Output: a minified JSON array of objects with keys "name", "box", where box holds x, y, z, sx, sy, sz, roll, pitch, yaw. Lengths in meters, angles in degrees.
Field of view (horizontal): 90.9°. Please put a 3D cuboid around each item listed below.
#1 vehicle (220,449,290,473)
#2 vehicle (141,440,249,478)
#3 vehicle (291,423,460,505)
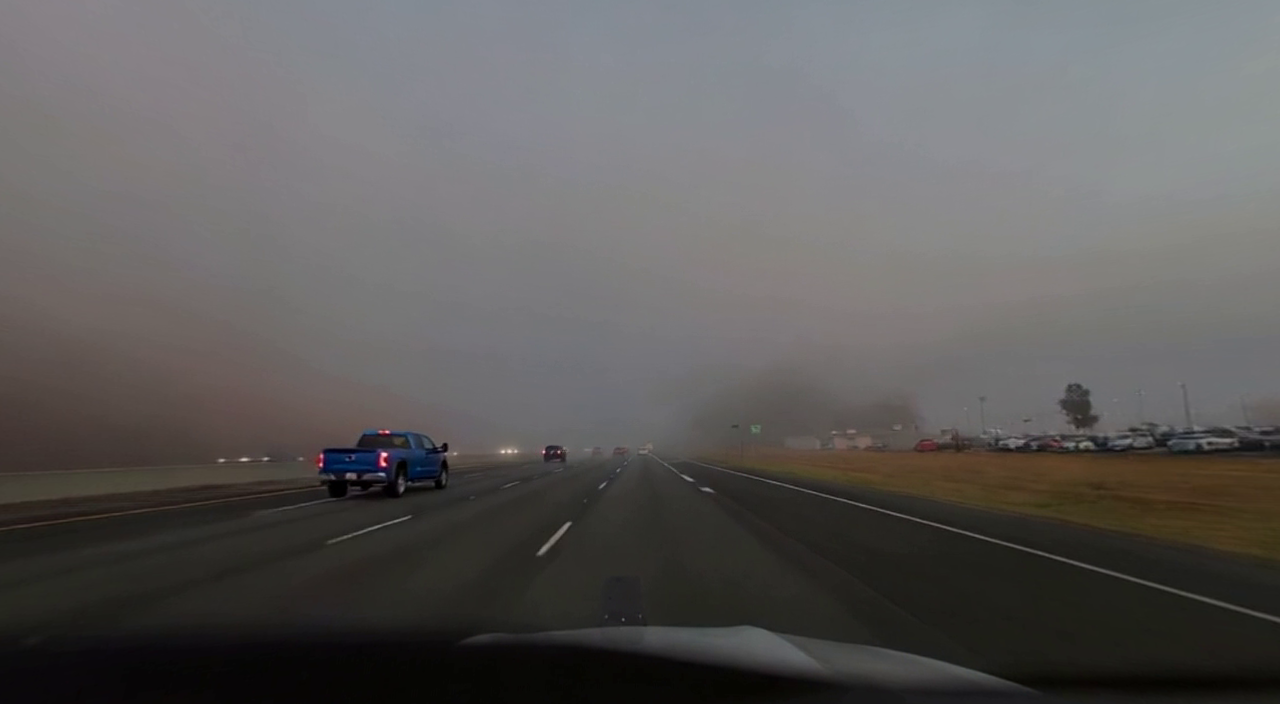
[{"name":"vehicle","box":[-29.242,8.284,48.099,2.119,1.617,5.154,-1,-8,0]},{"name":"vehicle","box":[-29.234,7.023,41.809,2.756,2.175,6.080,-3,-8,0]},{"name":"vehicle","box":[-7.077,3.063,17.852,2.156,1.911,5.956,0,-8,1]}]
